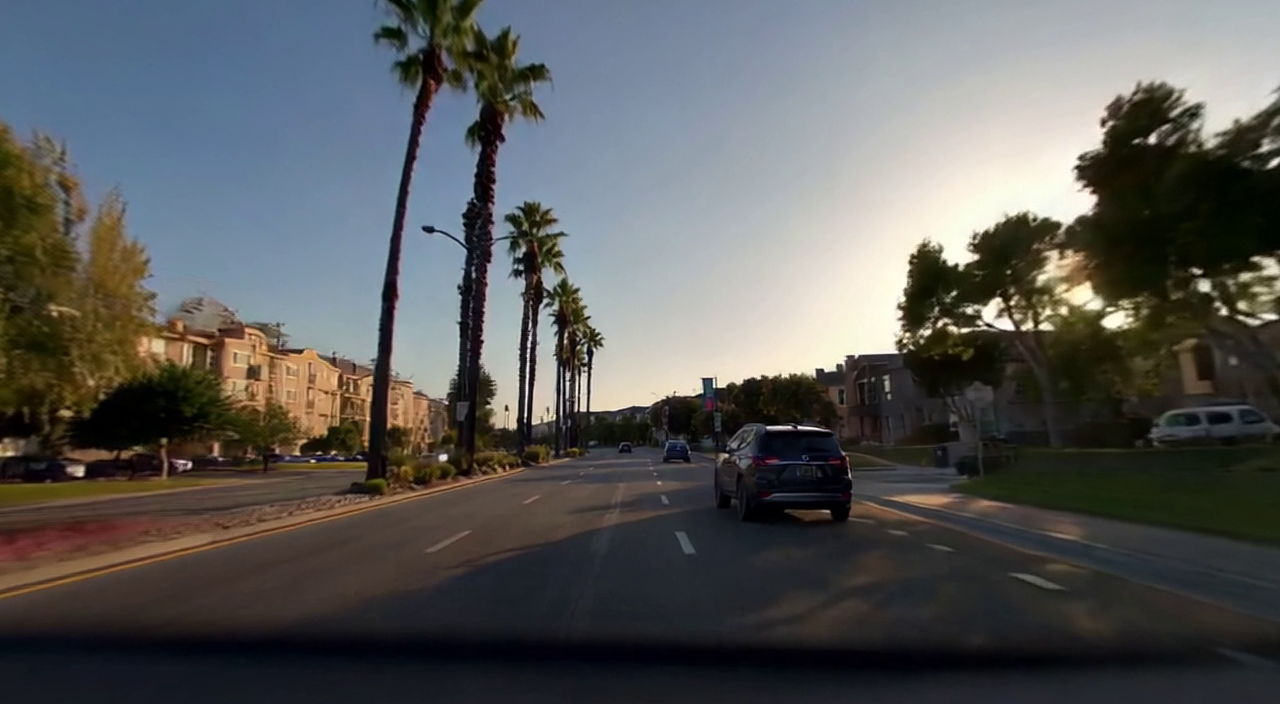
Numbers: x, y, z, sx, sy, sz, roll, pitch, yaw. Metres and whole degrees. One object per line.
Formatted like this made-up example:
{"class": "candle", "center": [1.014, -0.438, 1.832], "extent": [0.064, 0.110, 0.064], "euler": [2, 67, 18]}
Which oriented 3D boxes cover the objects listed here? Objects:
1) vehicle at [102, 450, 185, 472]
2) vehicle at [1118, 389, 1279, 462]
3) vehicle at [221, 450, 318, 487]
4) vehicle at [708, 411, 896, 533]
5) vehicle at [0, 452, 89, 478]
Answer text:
{"class": "vehicle", "center": [-36.447, 7.994, 46.128], "extent": [4.414, 1.480, 1.924], "euler": [0, -8, 1]}
{"class": "vehicle", "center": [28.263, 3.814, 31.837], "extent": [2.811, 3.303, 6.565], "euler": [0, -8, 1]}
{"class": "vehicle", "center": [-16.218, 5.105, 27.813], "extent": [2.018, 1.438, 4.448], "euler": [1, -8, -7]}
{"class": "vehicle", "center": [2.681, 2.142, 11.788], "extent": [2.195, 1.804, 4.658], "euler": [0, -8, -1]}
{"class": "vehicle", "center": [-36.352, 6.838, 38.179], "extent": [4.080, 1.476, 1.821], "euler": [-1, -8, 5]}
